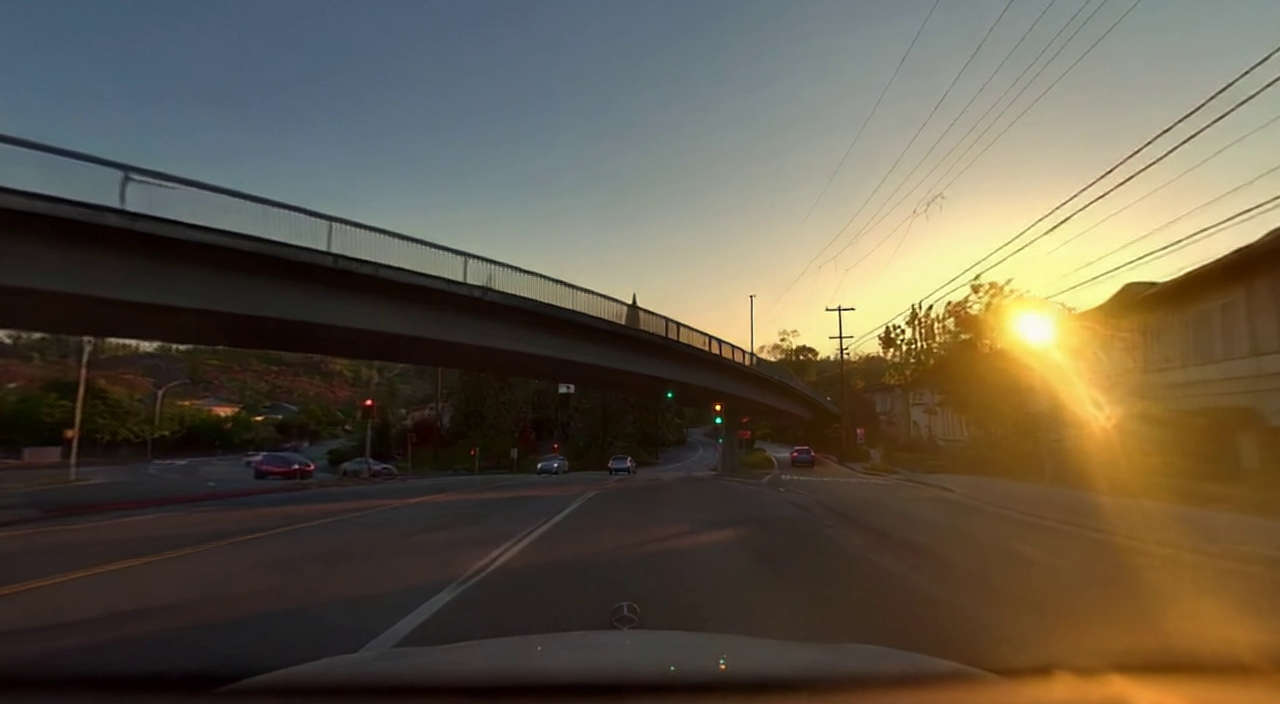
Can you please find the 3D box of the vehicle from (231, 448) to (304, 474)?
[{"bbox_3d":[-26.765,7.790,45.384,4.598,1.765,1.955,-3,-9,21],"label":"vehicle"}]

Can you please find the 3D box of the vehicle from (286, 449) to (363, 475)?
[{"bbox_3d":[-20.374,7.111,40.961,3.877,1.623,2.049,0,-8,-3],"label":"vehicle"}]

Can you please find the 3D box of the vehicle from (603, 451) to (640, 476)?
[{"bbox_3d":[-1.185,7.465,42.489,1.997,1.542,4.202,-1,-8,5],"label":"vehicle"}]

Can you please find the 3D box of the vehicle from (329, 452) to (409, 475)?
[{"bbox_3d":[-19.172,7.917,44.805,4.775,1.531,1.989,-1,-8,2],"label":"vehicle"}]

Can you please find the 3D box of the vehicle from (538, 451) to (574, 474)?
[{"bbox_3d":[-6.345,8.410,48.231,1.886,1.654,4.037,-1,-9,5],"label":"vehicle"}]
